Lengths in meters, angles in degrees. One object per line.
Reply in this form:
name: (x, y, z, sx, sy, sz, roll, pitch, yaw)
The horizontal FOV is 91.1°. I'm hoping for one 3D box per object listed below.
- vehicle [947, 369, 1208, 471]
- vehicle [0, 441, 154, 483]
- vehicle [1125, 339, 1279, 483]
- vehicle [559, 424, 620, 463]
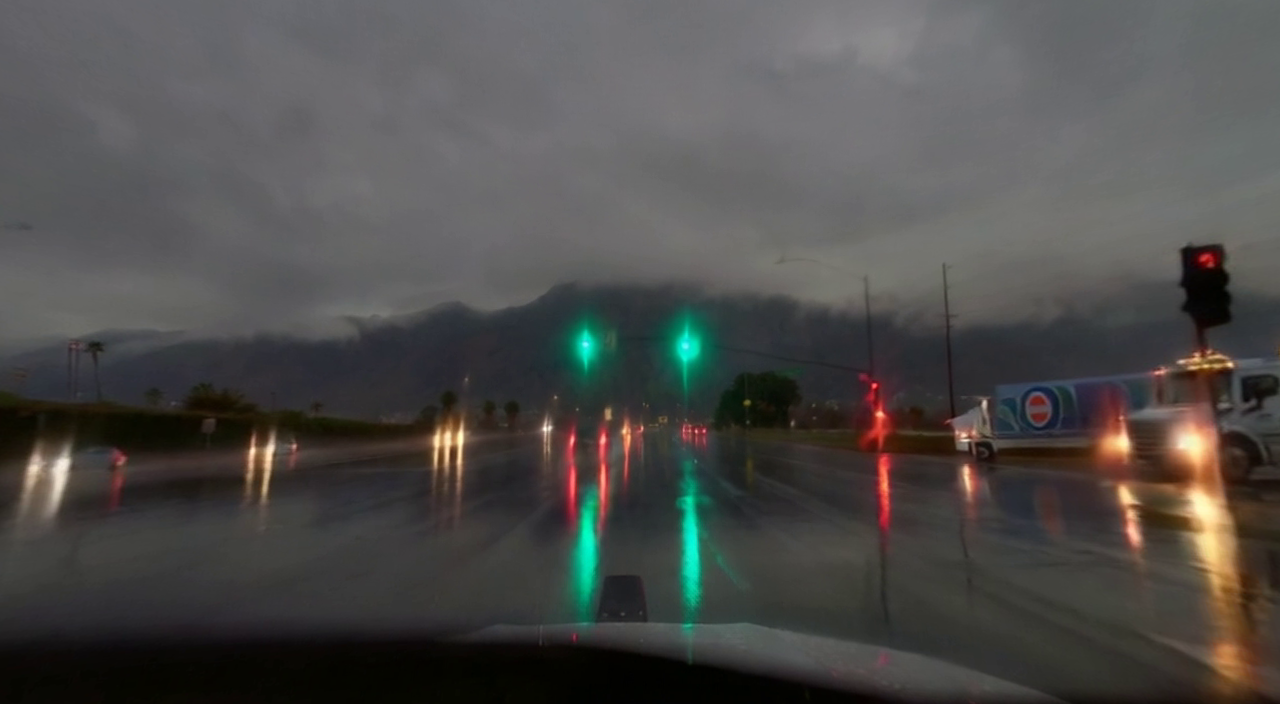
vehicle: (15.861, 2.658, 23.562, 7.088, 3.414, 3.237, -2, -9, 14)
vehicle: (-23.196, 4.521, 26.111, 2.060, 1.537, 4.524, -1, -9, 4)
vehicle: (18.350, 1.771, 18.341, 5.512, 3.865, 3.002, -1, -9, 3)
vehicle: (-2.311, 4.388, 30.139, 2.287, 1.712, 4.537, -1, -9, 3)
